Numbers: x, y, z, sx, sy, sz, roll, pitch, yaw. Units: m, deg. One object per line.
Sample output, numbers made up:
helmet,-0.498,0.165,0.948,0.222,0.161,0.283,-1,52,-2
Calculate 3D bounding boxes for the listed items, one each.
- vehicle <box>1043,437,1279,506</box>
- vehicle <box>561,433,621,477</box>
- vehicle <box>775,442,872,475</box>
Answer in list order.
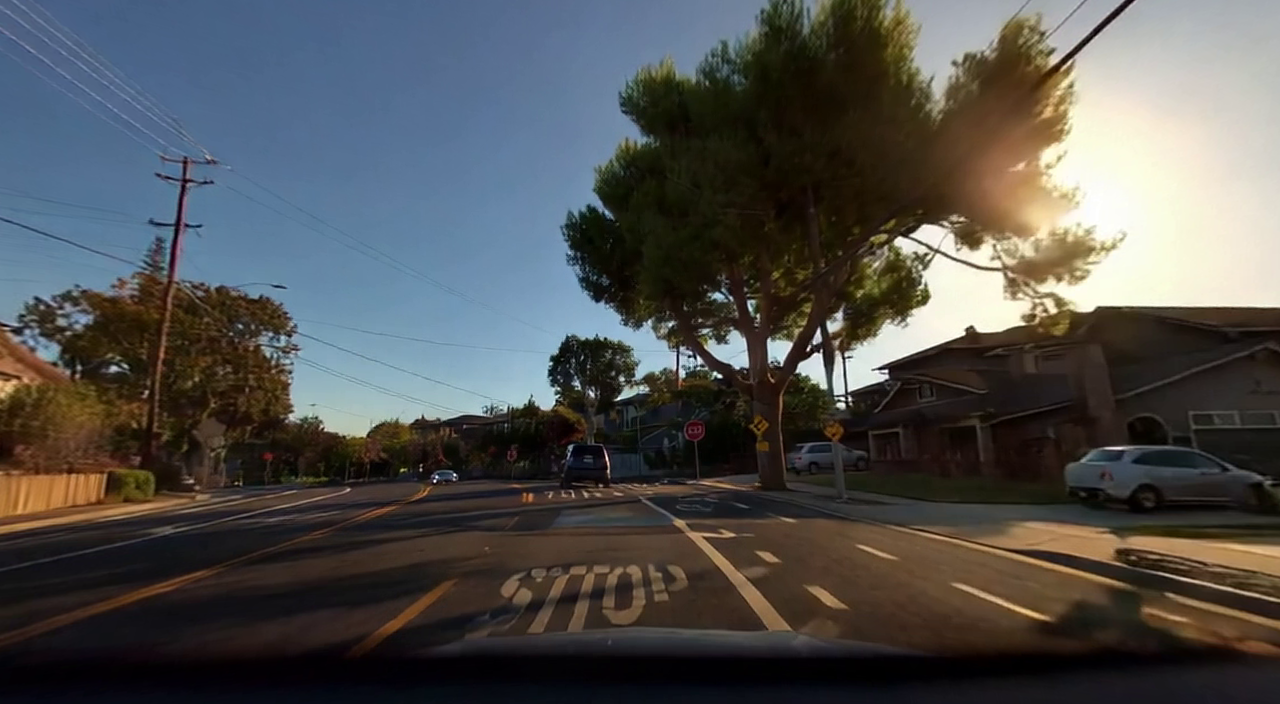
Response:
vehicle,12.429,2.798,15.007,4.383,1.508,1.884,0,-8,-3
vehicle,-2.470,4.902,30.520,2.284,1.741,4.702,4,-7,-10
vehicle,9.791,5.675,33.777,4.582,1.707,1.934,1,-9,-10
